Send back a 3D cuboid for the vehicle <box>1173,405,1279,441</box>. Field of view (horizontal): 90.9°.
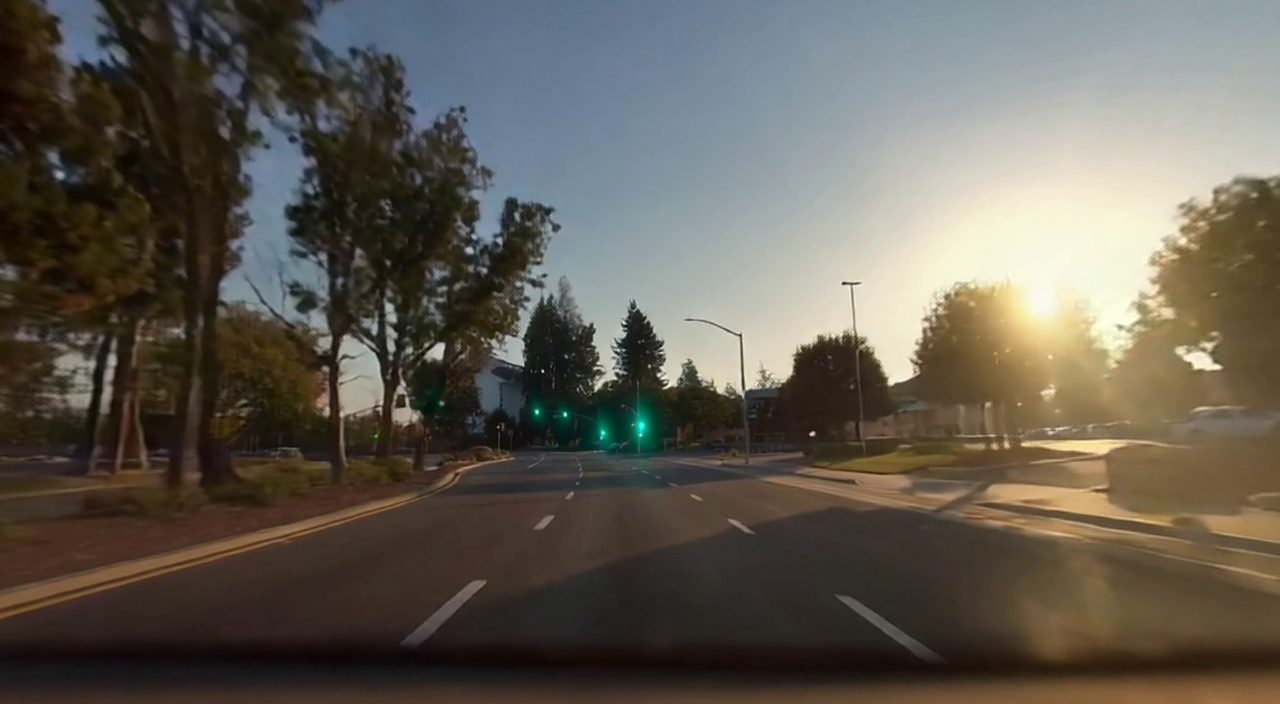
[{"bbox_3d":[27.889,3.377,29.485,1.808,1.485,4.467,1,-8,-3],"label":"vehicle"}]
